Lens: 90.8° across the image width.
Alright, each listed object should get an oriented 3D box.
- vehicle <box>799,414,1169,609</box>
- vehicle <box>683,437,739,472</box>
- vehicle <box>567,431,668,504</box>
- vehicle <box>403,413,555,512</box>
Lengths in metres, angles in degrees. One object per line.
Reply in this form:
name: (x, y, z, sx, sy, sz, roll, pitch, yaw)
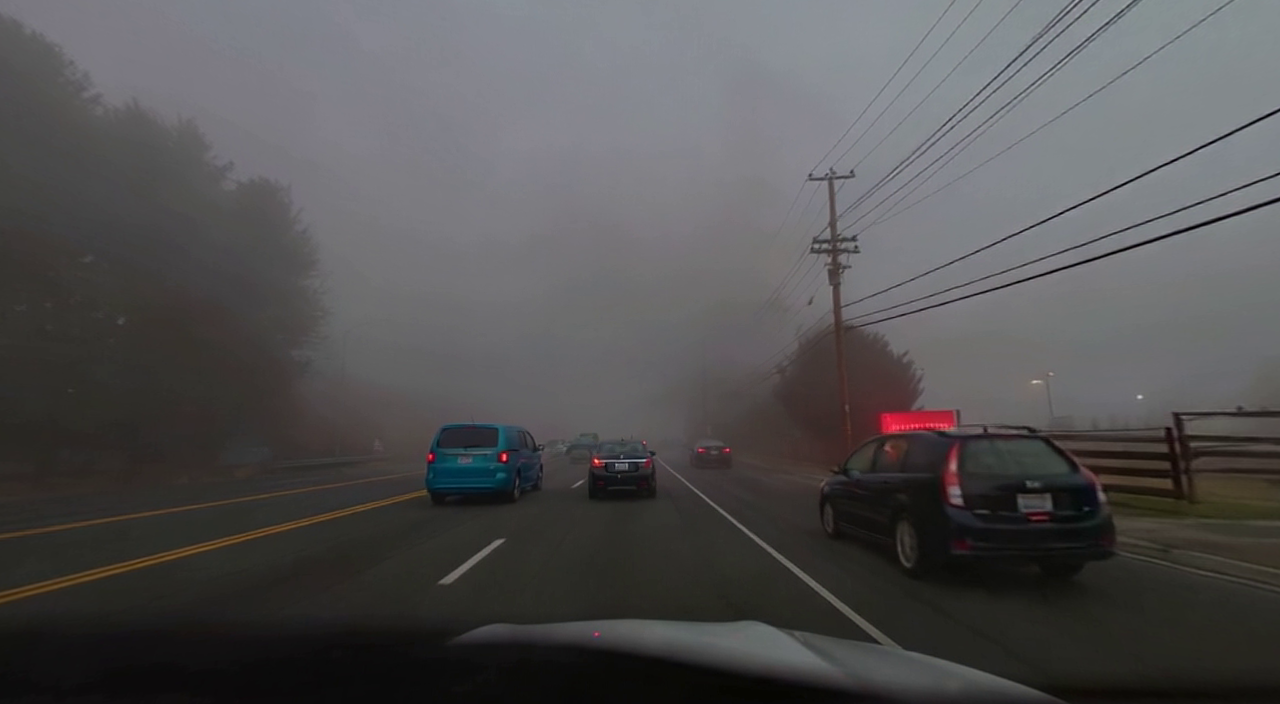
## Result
vehicle: (3.198, 1.540, 6.912, 1.880, 1.521, 3.724, 0, -9, -1)
vehicle: (3.138, 4.635, 28.792, 1.878, 1.479, 4.461, 0, -9, -2)
vehicle: (-0.455, 2.714, 15.171, 2.097, 1.511, 3.809, 0, -9, 0)
vehicle: (-3.363, 2.440, 14.346, 2.092, 1.839, 4.736, 0, -9, 1)
